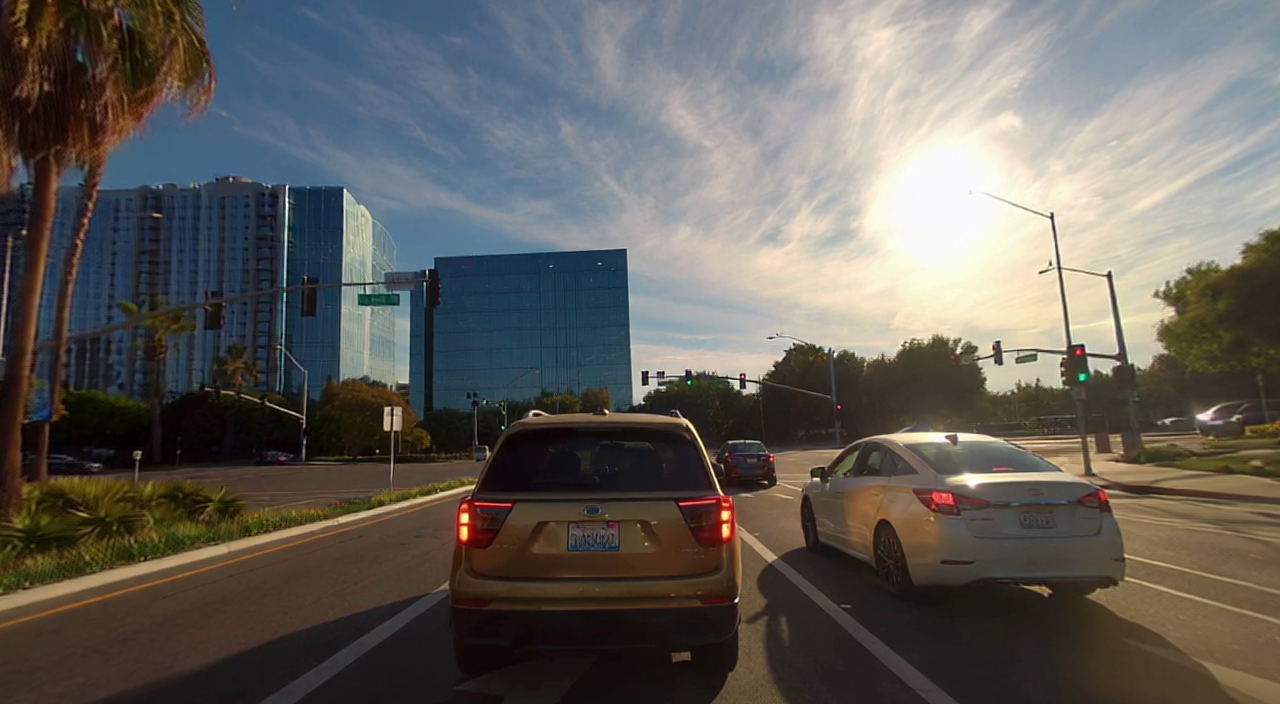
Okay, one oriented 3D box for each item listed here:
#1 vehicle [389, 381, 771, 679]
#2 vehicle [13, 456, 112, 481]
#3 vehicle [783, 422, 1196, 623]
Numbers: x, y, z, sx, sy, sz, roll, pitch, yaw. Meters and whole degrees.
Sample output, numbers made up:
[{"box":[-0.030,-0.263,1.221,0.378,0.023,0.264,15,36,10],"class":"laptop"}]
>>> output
[{"box":[-0.347,1.314,5.690,2.172,1.694,4.055,0,-8,0],"class":"vehicle"},{"box":[-43.303,8.755,47.165,5.347,1.785,2.123,0,-8,2],"class":"vehicle"},{"box":[3.107,1.604,6.960,1.971,1.473,4.495,0,-8,0],"class":"vehicle"}]
